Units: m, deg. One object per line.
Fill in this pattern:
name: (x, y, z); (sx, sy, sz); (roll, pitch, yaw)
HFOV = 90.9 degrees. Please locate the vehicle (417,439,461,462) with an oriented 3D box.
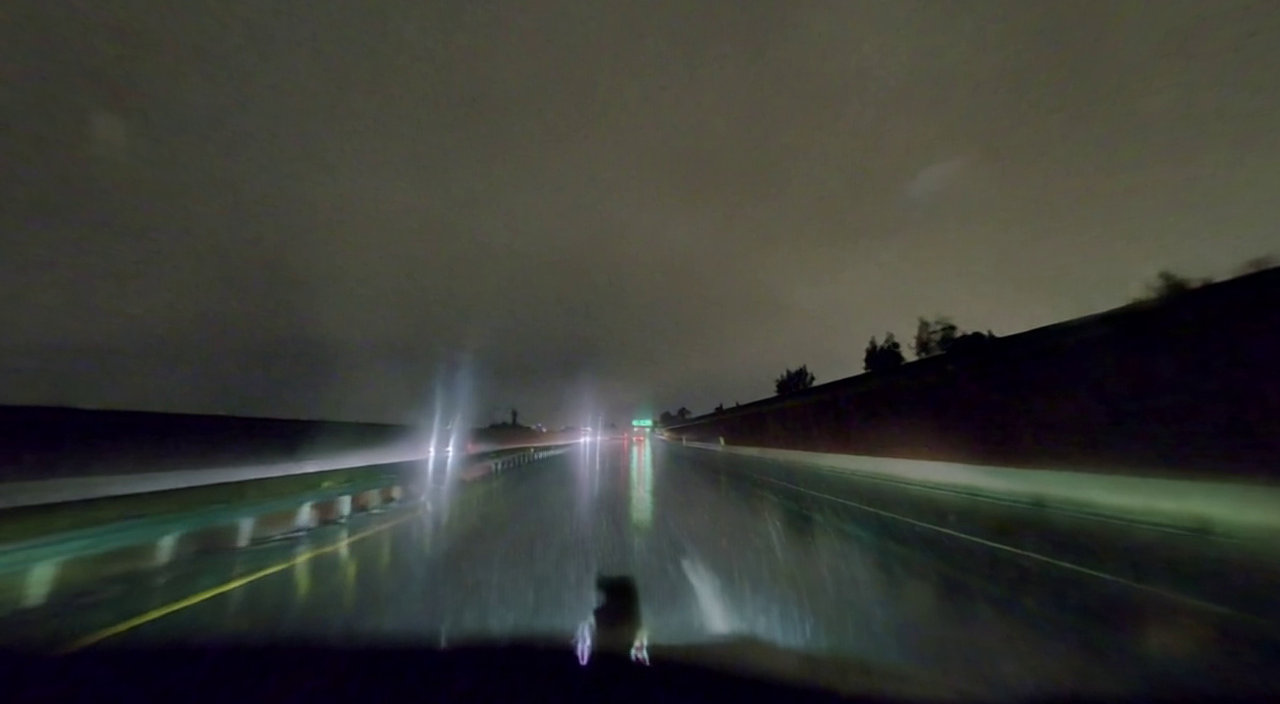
vehicle: (-15.233, 7.474, 48.116); (2.023, 1.584, 4.514); (0, -8, -2)
